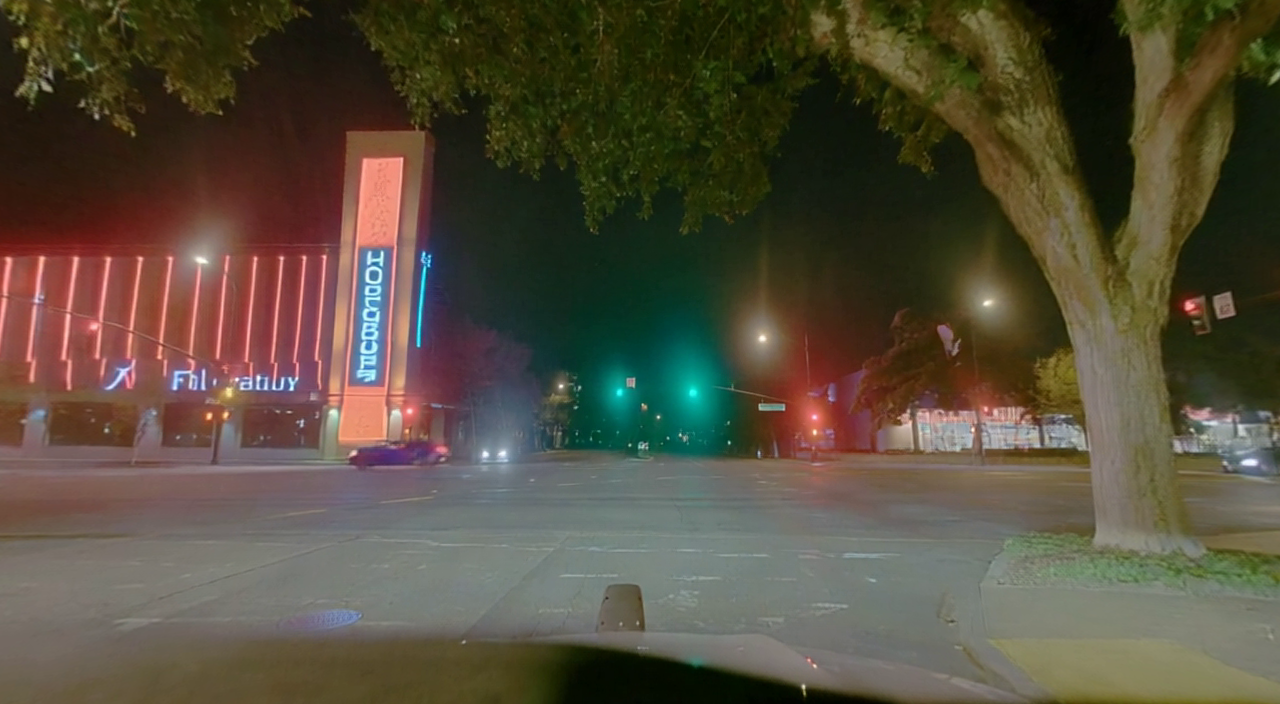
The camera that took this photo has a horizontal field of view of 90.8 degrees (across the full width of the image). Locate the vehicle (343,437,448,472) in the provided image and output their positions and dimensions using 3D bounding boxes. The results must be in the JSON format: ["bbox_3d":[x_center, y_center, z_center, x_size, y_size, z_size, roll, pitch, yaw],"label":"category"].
[{"bbox_3d":[-12.581,5.314,32.824,4.639,1.699,2.030,1,-9,-5],"label":"vehicle"}]
